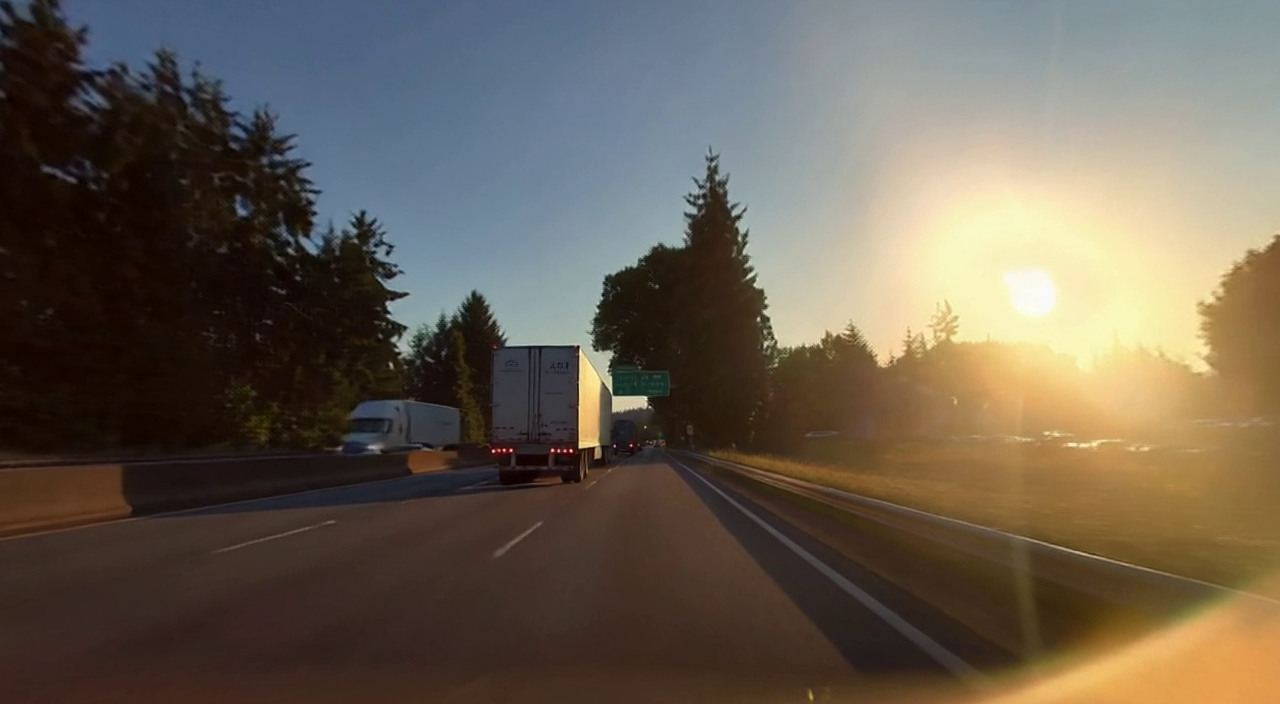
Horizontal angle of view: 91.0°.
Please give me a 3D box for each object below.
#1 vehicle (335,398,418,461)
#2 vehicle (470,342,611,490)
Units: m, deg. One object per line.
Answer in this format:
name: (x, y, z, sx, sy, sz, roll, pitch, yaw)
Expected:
vehicle: (-17.802, 5.349, 42.951, 2.973, 3.958, 5.603, 0, -8, 1)
vehicle: (-3.033, 2.771, 24.386, 2.947, 4.051, 14.256, 0, -8, 1)
